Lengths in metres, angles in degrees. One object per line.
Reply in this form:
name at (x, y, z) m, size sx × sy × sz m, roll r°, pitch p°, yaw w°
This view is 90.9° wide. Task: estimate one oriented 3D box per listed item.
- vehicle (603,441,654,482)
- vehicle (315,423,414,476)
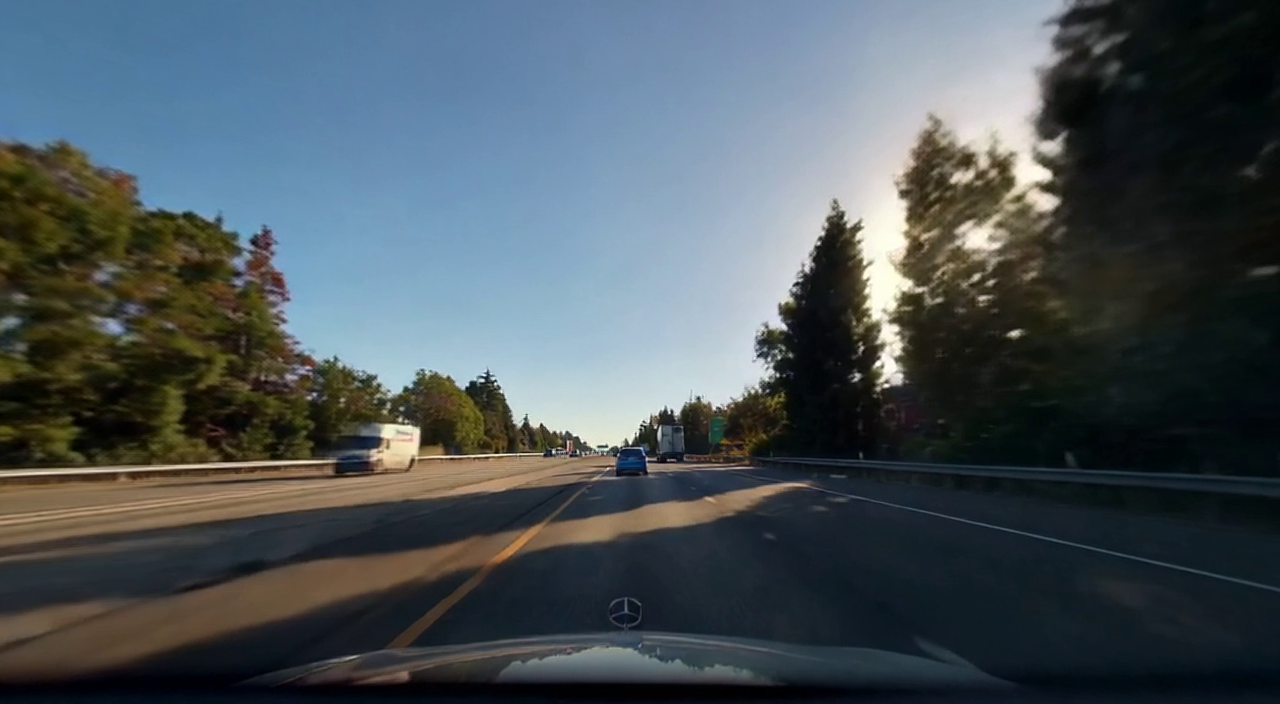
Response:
vehicle at (-0.527, 4.993, 28.883) m, size 2.190 × 1.706 × 4.062 m, roll 0°, pitch -9°, yaw -1°
vehicle at (-12.980, 4.691, 30.239) m, size 2.298 × 2.264 × 5.462 m, roll 0°, pitch -9°, yaw -1°
